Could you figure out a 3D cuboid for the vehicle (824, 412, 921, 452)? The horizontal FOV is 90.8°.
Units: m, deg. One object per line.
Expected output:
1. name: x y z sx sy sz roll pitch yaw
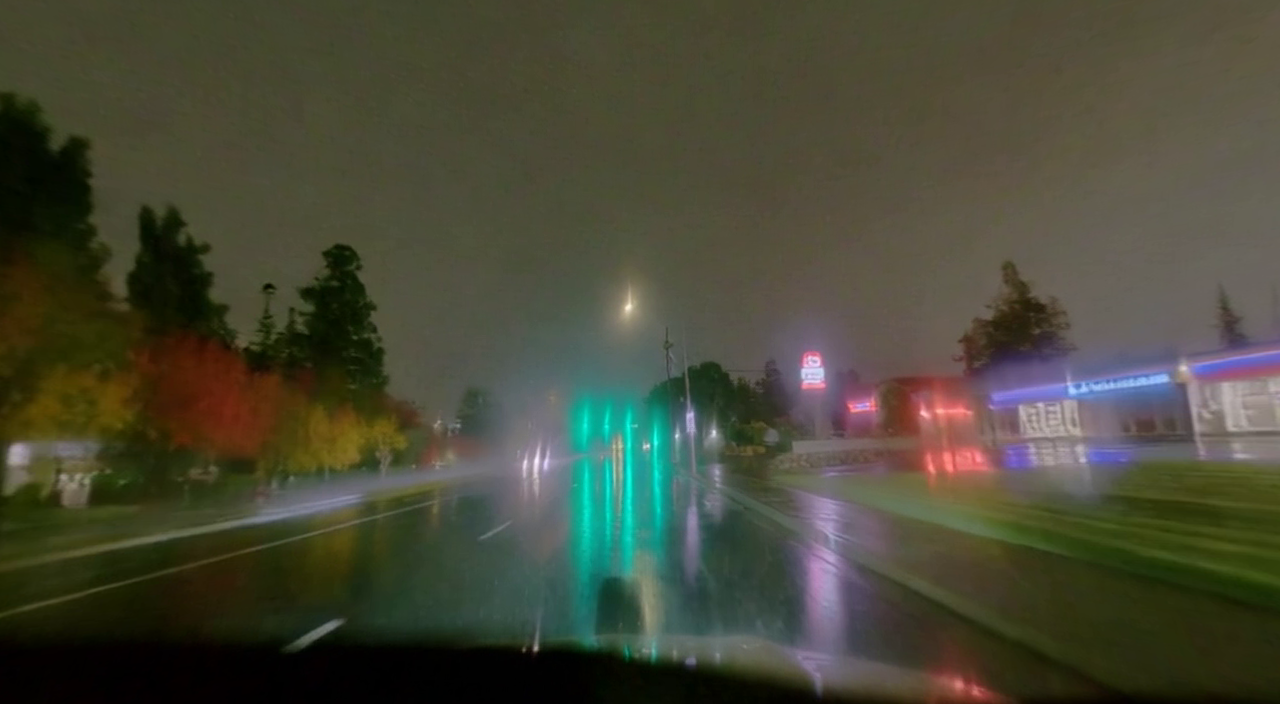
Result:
1. vehicle: 12.566 4.467 34.564 1.939 1.753 4.974 5 -13 -23
